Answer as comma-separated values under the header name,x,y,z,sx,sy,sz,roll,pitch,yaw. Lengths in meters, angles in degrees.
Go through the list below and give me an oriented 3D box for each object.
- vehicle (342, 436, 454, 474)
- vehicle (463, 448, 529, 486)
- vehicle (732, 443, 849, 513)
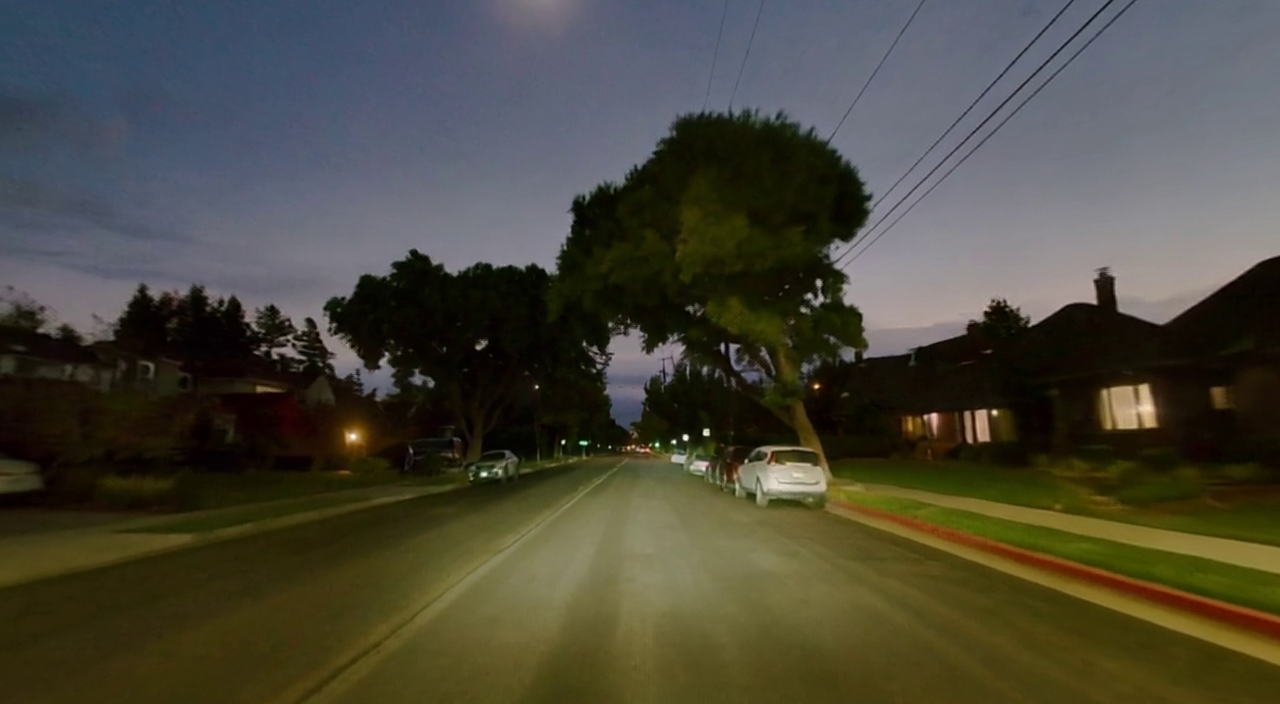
name,x,y,z,sx,sy,sz,roll,pitch,yaw
vehicle,-14.273,6.119,37.443,5.681,2.094,2.344,0,-9,0
vehicle,-6.470,5.206,28.823,1.985,1.497,4.655,-2,-8,-1
vehicle,3.758,3.232,16.630,1.917,1.569,4.460,0,-9,-1
